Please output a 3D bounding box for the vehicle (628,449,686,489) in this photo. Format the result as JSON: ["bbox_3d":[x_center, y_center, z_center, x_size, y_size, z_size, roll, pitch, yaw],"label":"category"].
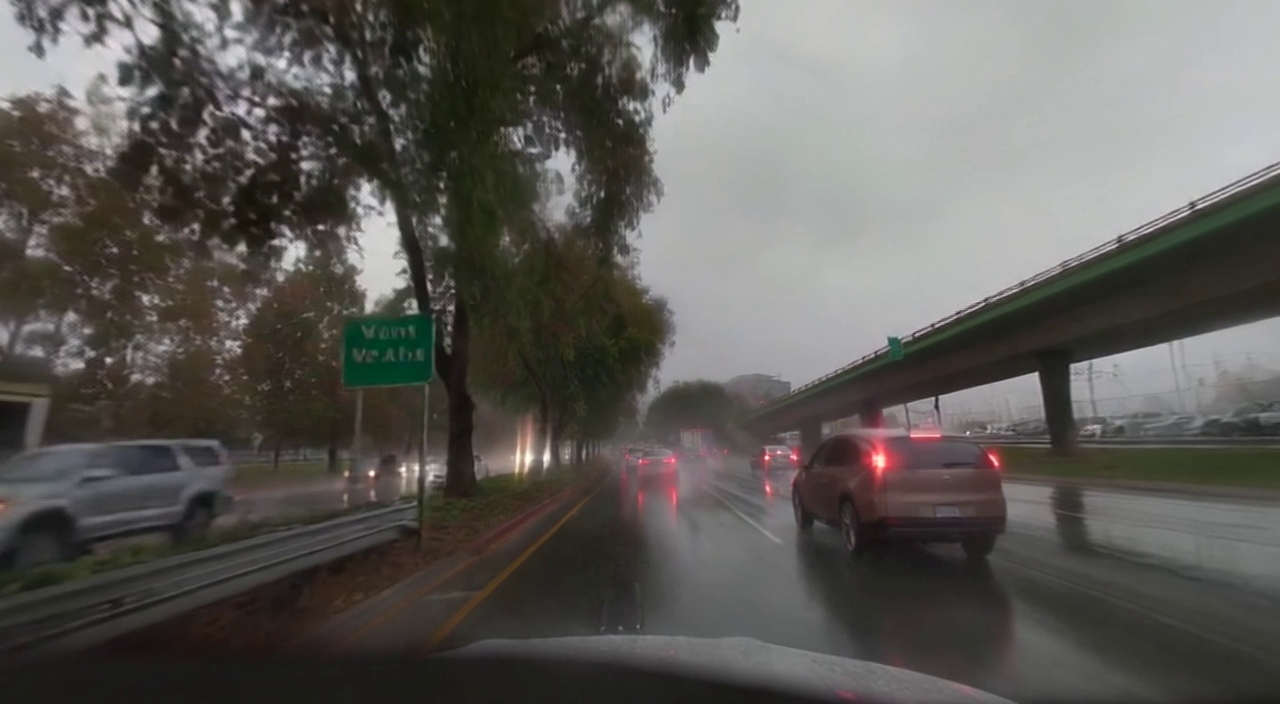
[{"bbox_3d":[0.592,4.412,24.115,2.027,1.341,3.775,0,-8,0],"label":"vehicle"}]

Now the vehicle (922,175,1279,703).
[{"bbox_3d":[3.477,0.591,2.300,2.588,2.321,4.927,0,-8,0],"label":"vehicle"}]

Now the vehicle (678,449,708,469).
[{"bbox_3d":[3.928,8.026,47.645,1.962,1.431,4.205,0,-8,0],"label":"vehicle"}]

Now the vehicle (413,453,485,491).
[{"bbox_3d":[-8.282,5.196,27.751,1.858,1.494,4.034,0,-8,1],"label":"vehicle"}]

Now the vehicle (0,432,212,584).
[{"bbox_3d":[-8.593,2.022,8.672,2.165,1.764,4.671,0,-8,-1],"label":"vehicle"}]
